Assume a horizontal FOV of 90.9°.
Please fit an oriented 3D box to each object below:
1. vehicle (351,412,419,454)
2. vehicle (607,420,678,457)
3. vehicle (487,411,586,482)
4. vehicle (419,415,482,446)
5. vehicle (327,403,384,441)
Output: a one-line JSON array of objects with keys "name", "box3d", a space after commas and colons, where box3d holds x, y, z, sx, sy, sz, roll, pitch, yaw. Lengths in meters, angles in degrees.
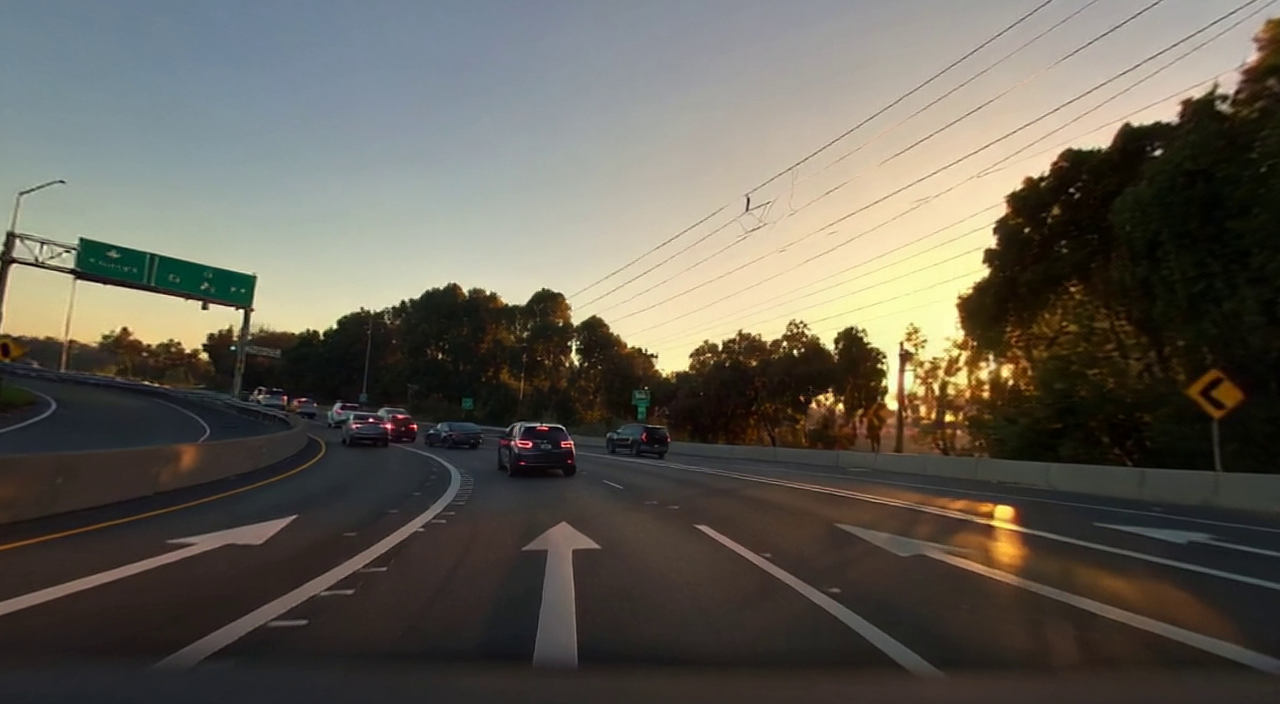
[{"name": "vehicle", "box3d": [-10.105, 3.227, 24.763, 2.033, 1.501, 4.623, 4, -9, -26]}, {"name": "vehicle", "box3d": [0.041, 4.701, 33.987, 2.079, 1.807, 4.682, 4, -9, -24]}, {"name": "vehicle", "box3d": [-3.048, 2.657, 17.798, 2.140, 1.724, 4.304, 3, -9, -17]}, {"name": "vehicle", "box3d": [-9.832, 4.104, 32.435, 1.832, 1.473, 4.364, 6, -10, -33]}, {"name": "vehicle", "box3d": [-14.564, 3.644, 32.198, 2.076, 1.747, 4.285, 5, -10, -30]}]
